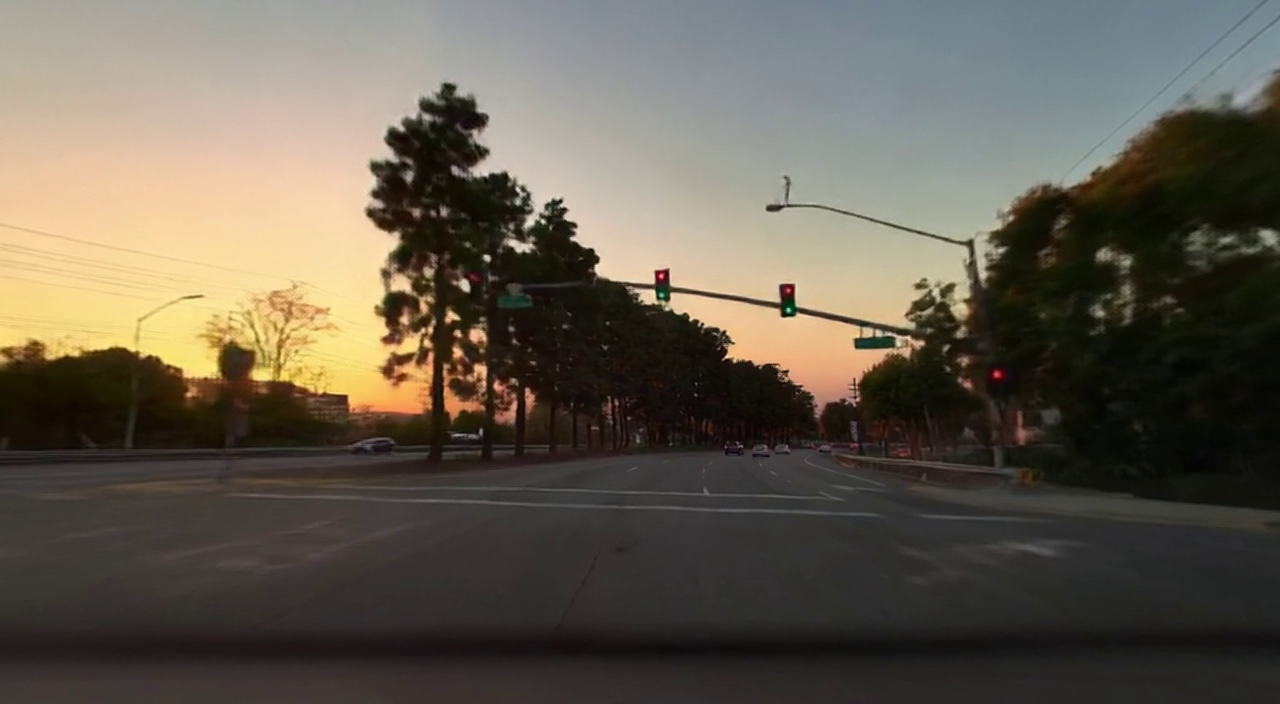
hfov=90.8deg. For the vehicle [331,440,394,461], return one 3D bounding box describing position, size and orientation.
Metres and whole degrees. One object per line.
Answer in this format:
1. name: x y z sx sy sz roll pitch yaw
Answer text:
1. vehicle: -20.484 7.278 46.841 1.871 1.474 4.554 -2 -9 13
